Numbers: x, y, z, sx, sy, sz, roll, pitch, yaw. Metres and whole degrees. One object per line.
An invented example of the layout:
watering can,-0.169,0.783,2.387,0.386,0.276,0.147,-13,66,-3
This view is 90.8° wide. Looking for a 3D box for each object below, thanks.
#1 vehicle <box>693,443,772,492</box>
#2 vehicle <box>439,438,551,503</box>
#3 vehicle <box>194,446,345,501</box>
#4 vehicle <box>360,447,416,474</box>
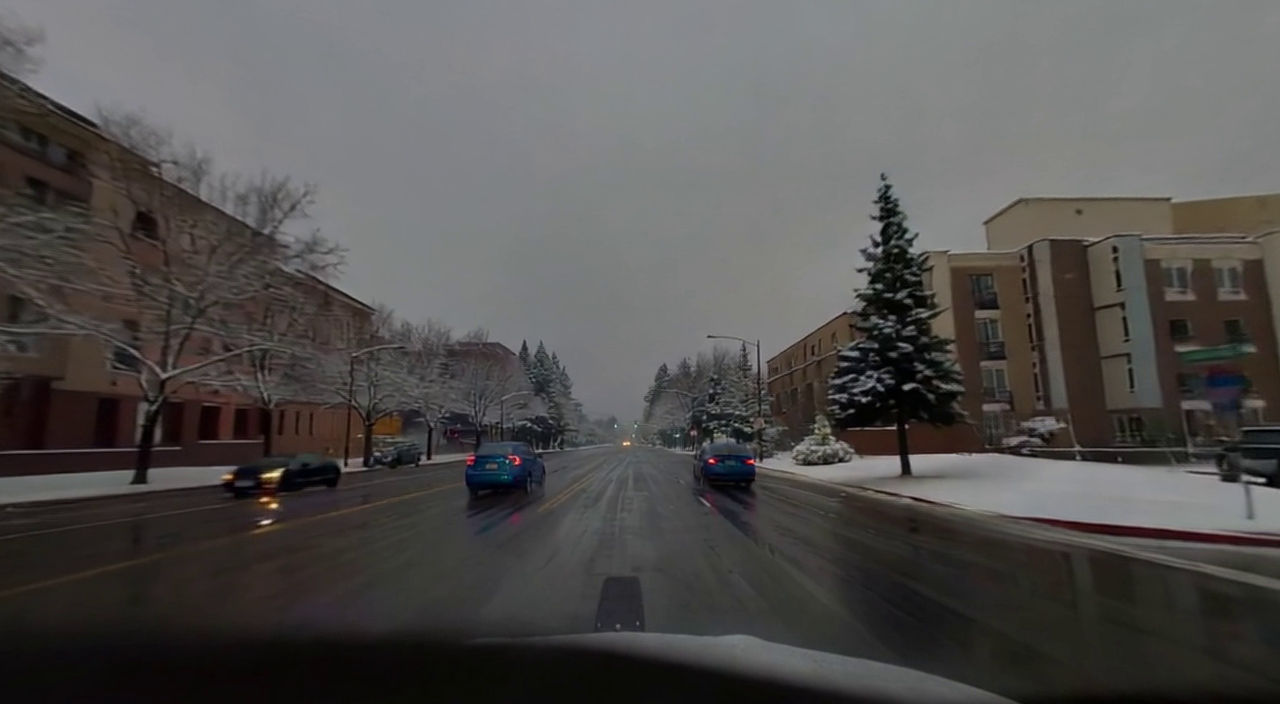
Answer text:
vehicle,3.035,3.903,21.782,1.978,1.471,4.426,0,-9,-1
vehicle,-3.742,3.118,17.080,2.062,1.527,4.044,0,-9,0
vehicle,-11.249,3.688,19.641,1.931,1.487,4.500,0,-9,0
vehicle,-17.999,7.726,45.354,2.078,1.730,4.740,-3,-9,0
